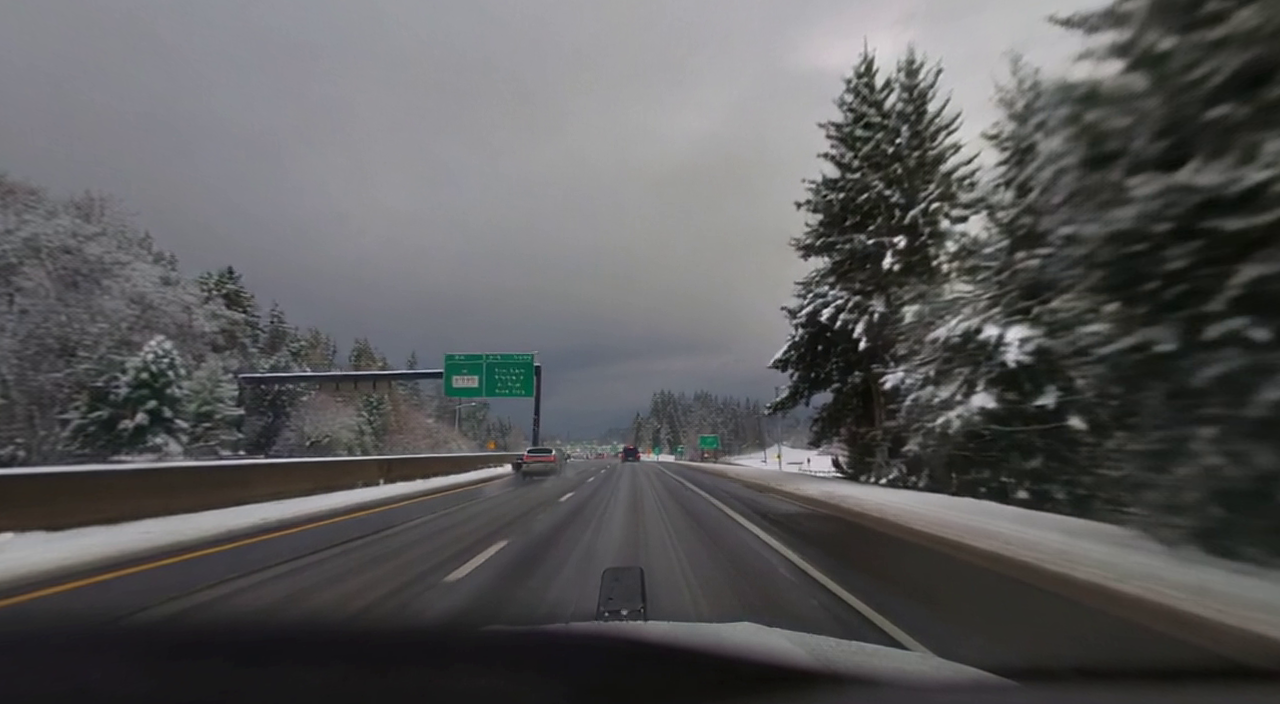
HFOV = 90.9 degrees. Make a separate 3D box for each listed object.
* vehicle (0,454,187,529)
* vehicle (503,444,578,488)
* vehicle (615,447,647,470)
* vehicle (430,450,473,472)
[{"bbox_3d":[-13.542,3.227,15.211,1.854,1.459,4.565,0,-8,0],"label":"vehicle"},{"bbox_3d":[-3.701,4.331,24.309,2.067,1.509,4.551,0,-8,1],"label":"vehicle"},{"bbox_3d":[-0.648,7.479,44.467,2.100,1.471,3.956,0,-8,-1],"label":"vehicle"},{"bbox_3d":[-13.784,7.985,46.444,1.939,1.475,4.365,1,-9,-2],"label":"vehicle"}]
